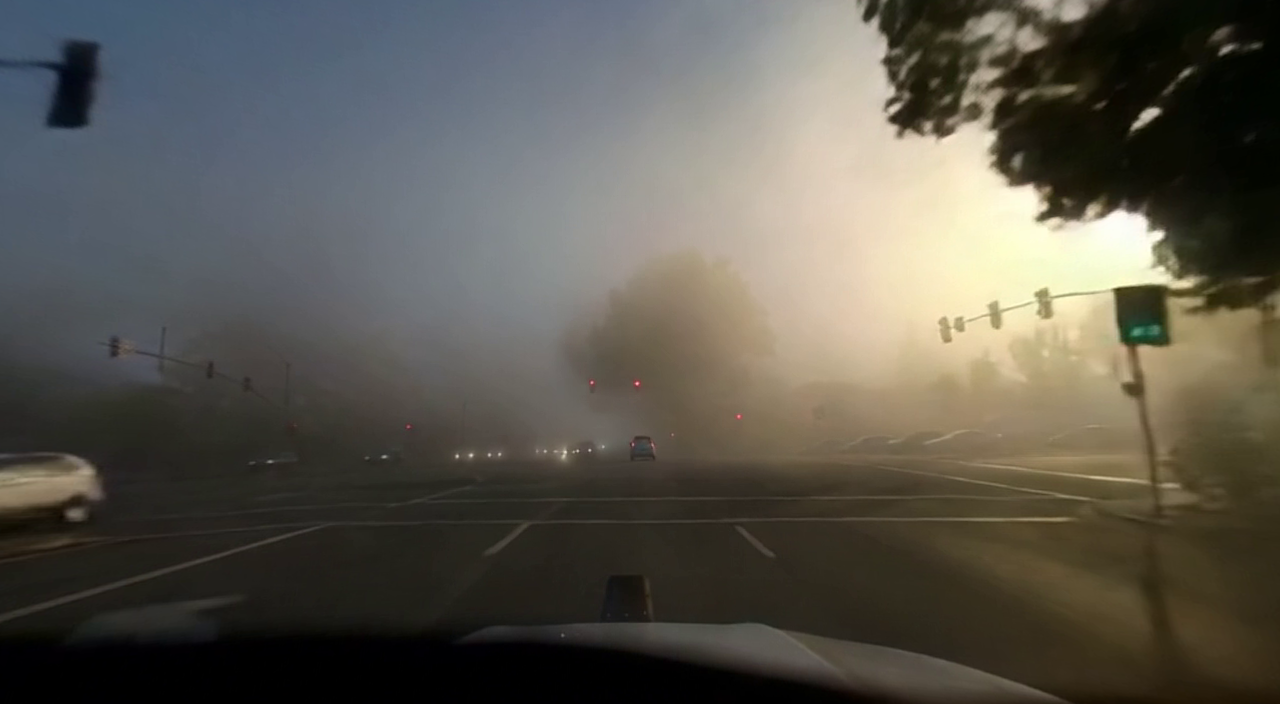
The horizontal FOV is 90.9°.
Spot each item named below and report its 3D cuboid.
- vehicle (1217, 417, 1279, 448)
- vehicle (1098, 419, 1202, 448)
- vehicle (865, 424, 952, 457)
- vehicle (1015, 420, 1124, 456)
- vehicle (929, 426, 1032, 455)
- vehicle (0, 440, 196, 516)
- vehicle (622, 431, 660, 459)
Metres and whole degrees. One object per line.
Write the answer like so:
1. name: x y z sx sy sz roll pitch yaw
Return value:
1. vehicle: 34.482 4.355 34.001 4.586 1.634 2.107 0 -8 1
2. vehicle: 35.102 5.622 43.496 5.343 1.946 2.031 0 -8 1
3. vehicle: 17.366 5.732 40.887 4.554 1.704 2.121 -6 -7 1
4. vehicle: 25.231 5.060 37.144 4.897 1.637 1.895 -5 -8 1
5. vehicle: 18.475 4.823 34.352 4.474 1.482 1.937 0 -8 1
6. vehicle: -14.972 3.306 17.290 2.138 1.761 4.611 0 -8 1
7. vehicle: 0.070 6.221 42.169 2.437 1.737 4.420 0 -8 0
